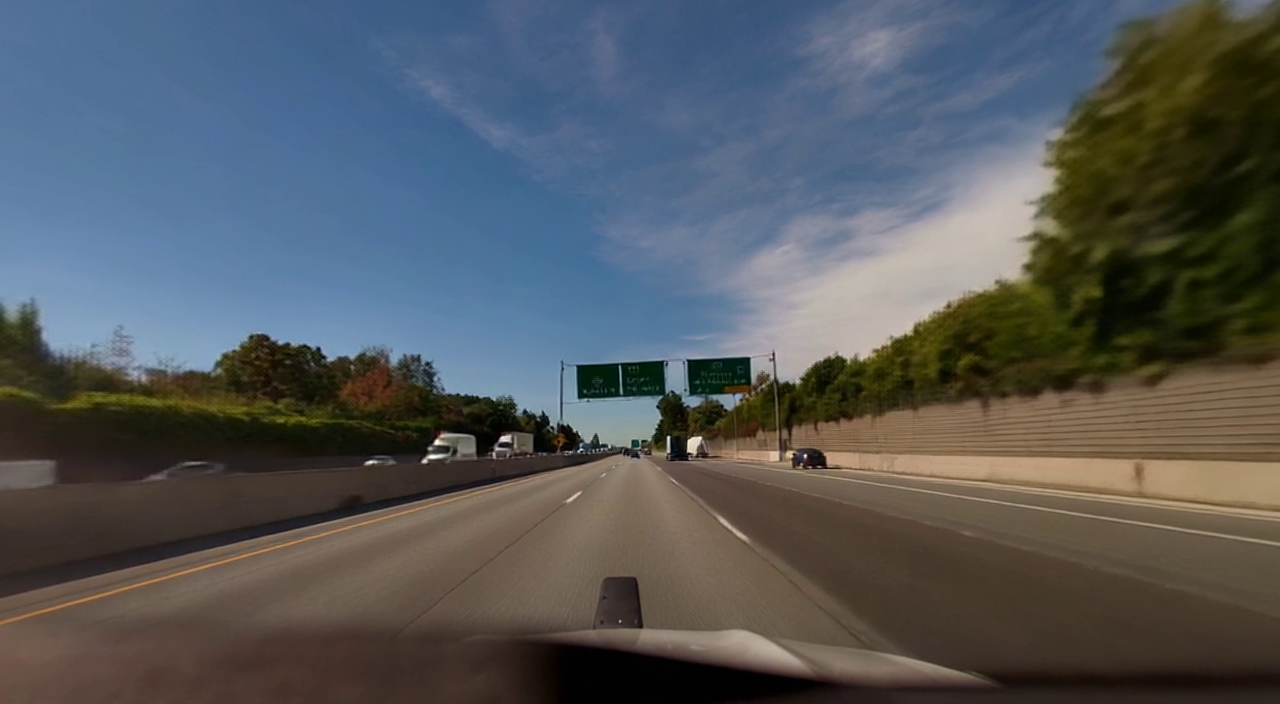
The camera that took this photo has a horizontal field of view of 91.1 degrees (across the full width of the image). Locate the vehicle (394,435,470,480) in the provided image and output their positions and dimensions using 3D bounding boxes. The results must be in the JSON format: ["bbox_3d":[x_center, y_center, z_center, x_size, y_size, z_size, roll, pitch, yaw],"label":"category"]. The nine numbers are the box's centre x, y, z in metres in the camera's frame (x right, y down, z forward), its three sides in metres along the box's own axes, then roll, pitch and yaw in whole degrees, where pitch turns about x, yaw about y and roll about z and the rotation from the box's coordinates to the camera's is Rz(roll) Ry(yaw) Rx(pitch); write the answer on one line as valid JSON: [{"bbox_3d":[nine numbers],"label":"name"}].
[{"bbox_3d":[-13.326,6.816,40.901,2.487,2.645,6.936,0,-9,0],"label":"vehicle"}]

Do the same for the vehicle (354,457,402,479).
[{"bbox_3d":[-20.444,9.042,49.256,1.930,1.590,4.292,0,-9,0],"label":"vehicle"}]

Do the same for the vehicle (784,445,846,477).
[{"bbox_3d":[9.600,5.991,34.885,1.950,1.632,4.845,0,-9,-1],"label":"vehicle"}]

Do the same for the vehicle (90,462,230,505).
[{"bbox_3d":[-19.752,5.400,26.242,1.988,1.479,4.940,0,-9,-1],"label":"vehicle"}]
